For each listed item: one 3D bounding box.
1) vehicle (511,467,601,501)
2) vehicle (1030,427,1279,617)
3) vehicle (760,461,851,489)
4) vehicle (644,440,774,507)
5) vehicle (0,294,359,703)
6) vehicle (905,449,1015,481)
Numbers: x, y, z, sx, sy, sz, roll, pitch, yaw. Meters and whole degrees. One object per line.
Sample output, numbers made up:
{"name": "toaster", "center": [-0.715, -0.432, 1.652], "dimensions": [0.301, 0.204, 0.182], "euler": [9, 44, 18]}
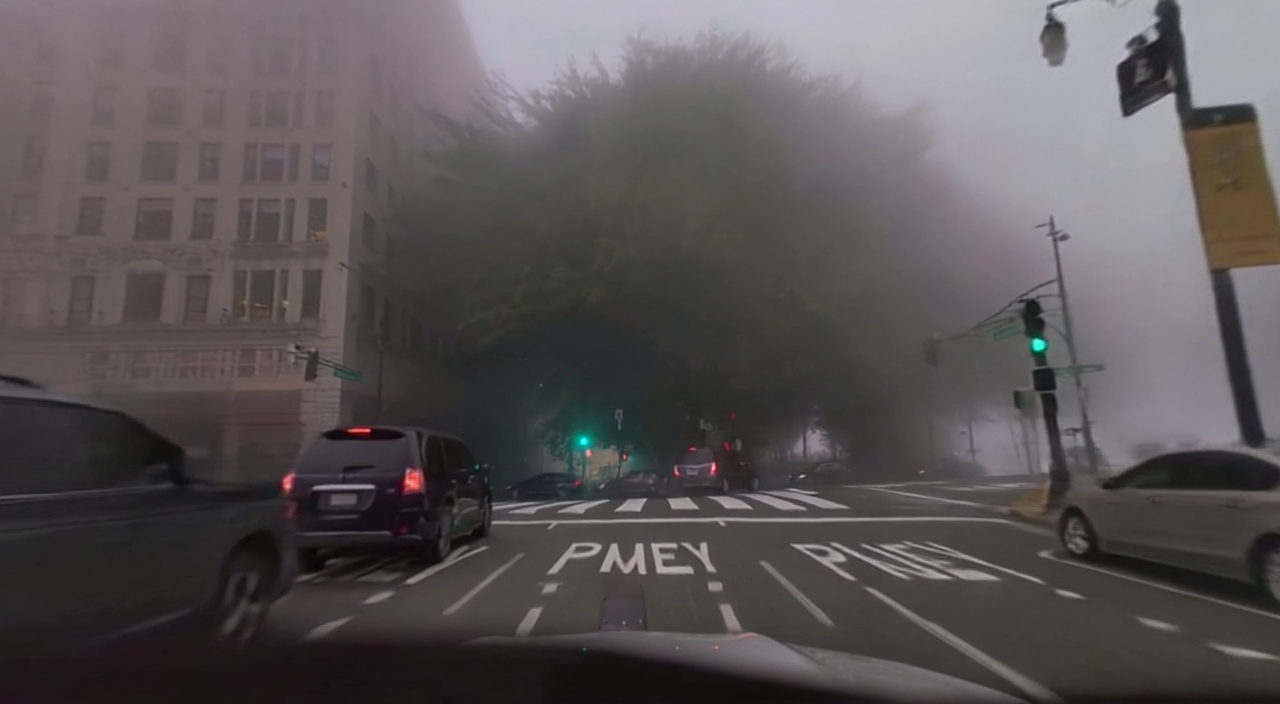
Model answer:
{"name": "vehicle", "center": [-4.808, 7.585, 36.411], "dimensions": [4.748, 1.674, 1.969], "euler": [4, -10, -27]}
{"name": "vehicle", "center": [6.014, 1.455, 5.797], "dimensions": [2.056, 1.460, 4.358], "euler": [0, -9, 0]}
{"name": "vehicle", "center": [8.892, 6.638, 34.159], "dimensions": [4.371, 1.439, 1.818], "euler": [0, -9, -1]}
{"name": "vehicle", "center": [2.296, 3.616, 19.365], "dimensions": [2.328, 1.746, 5.072], "euler": [-4, -10, 26]}
{"name": "vehicle", "center": [-3.414, 0.811, 2.859], "dimensions": [1.977, 1.887, 5.068], "euler": [0, -9, -1]}
{"name": "vehicle", "center": [16.966, 5.985, 33.626], "dimensions": [4.749, 1.624, 1.926], "euler": [0, -9, 0]}
